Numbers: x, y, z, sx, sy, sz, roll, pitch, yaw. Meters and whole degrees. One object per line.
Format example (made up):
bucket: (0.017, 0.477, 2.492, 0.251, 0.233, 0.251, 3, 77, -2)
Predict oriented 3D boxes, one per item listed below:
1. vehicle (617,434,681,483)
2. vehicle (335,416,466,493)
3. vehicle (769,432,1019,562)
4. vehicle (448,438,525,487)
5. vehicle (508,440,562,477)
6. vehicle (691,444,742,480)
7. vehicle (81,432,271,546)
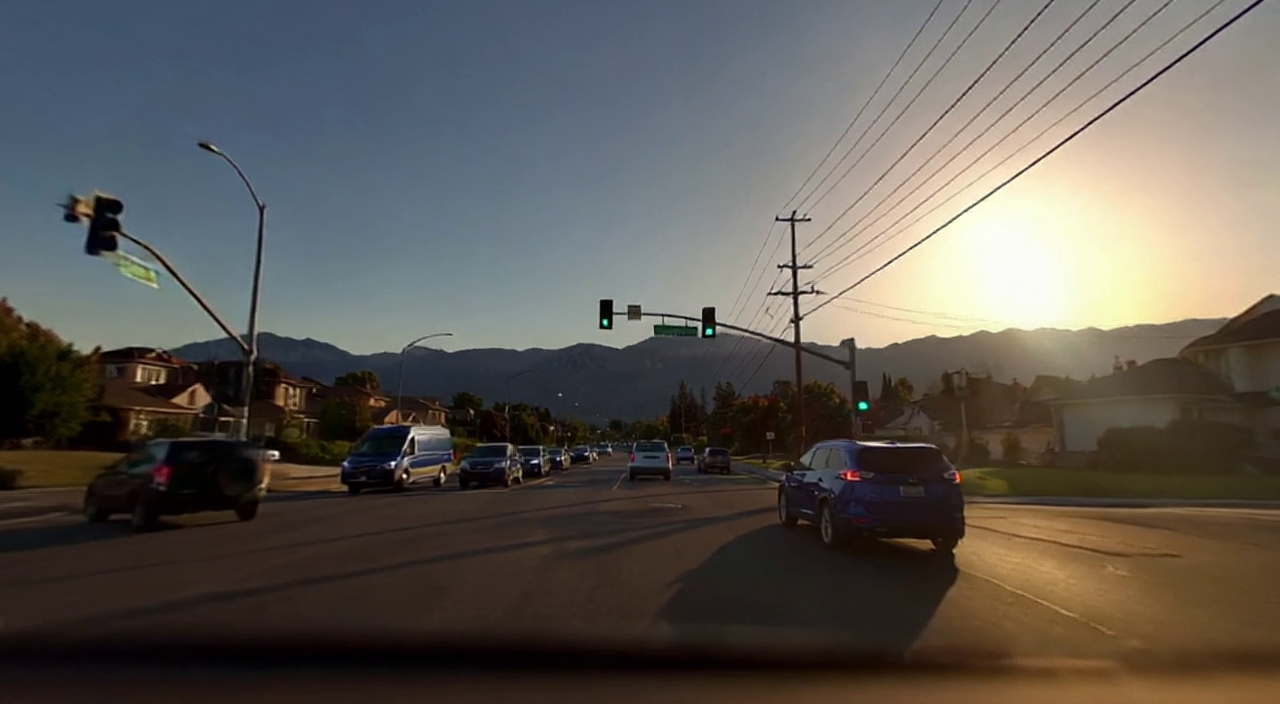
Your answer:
vehicle: (0.364, 4.745, 28.388, 2.636, 2.011, 5.130, 0, -9, 0)
vehicle: (-9.300, 4.082, 25.395, 2.725, 2.710, 6.304, 0, -8, 0)
vehicle: (3.800, 2.241, 10.620, 2.155, 1.658, 4.721, 0, -9, -1)
vehicle: (-6.041, 4.384, 25.338, 1.983, 1.801, 4.391, 0, -8, 0)
vehicle: (-5.705, 5.849, 34.870, 1.993, 1.884, 5.481, 0, -9, 0)
vehicle: (3.773, 5.497, 31.745, 1.957, 1.646, 4.355, 0, -8, -1)
vehicle: (-9.024, 2.474, 12.112, 4.458, 1.749, 2.059, -8, -12, 43)
